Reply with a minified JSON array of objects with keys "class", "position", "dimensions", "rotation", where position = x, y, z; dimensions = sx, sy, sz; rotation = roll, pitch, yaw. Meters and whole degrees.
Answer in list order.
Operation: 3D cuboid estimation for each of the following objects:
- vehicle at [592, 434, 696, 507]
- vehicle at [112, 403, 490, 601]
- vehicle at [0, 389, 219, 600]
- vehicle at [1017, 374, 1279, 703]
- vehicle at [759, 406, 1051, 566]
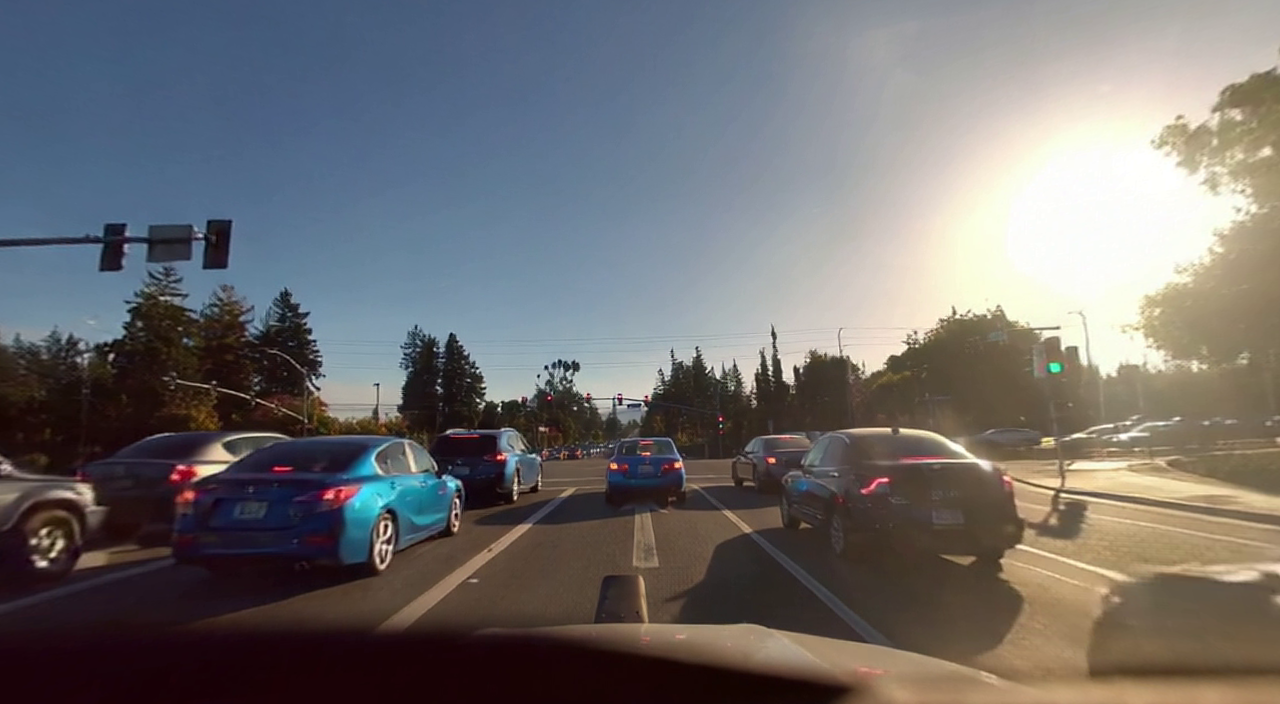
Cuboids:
[{"class":"vehicle","position":[0.033,2.740,15.040],"dimensions":[2.114,1.482,4.056],"rotation":[0,-9,-1]},{"class":"vehicle","position":[-3.389,1.603,7.613],"dimensions":[2.034,1.655,4.465],"rotation":[0,-9,0]},{"class":"vehicle","position":[-6.618,1.303,5.912],"dimensions":[2.116,1.812,4.609],"rotation":[0,-9,0]},{"class":"vehicle","position":[2.781,0.636,0.646],"dimensions":[2.002,1.474,4.528],"rotation":[0,-9,0]},{"class":"vehicle","position":[3.247,1.761,8.972],"dimensions":[2.178,1.691,4.314],"rotation":[0,-9,-1]}]
